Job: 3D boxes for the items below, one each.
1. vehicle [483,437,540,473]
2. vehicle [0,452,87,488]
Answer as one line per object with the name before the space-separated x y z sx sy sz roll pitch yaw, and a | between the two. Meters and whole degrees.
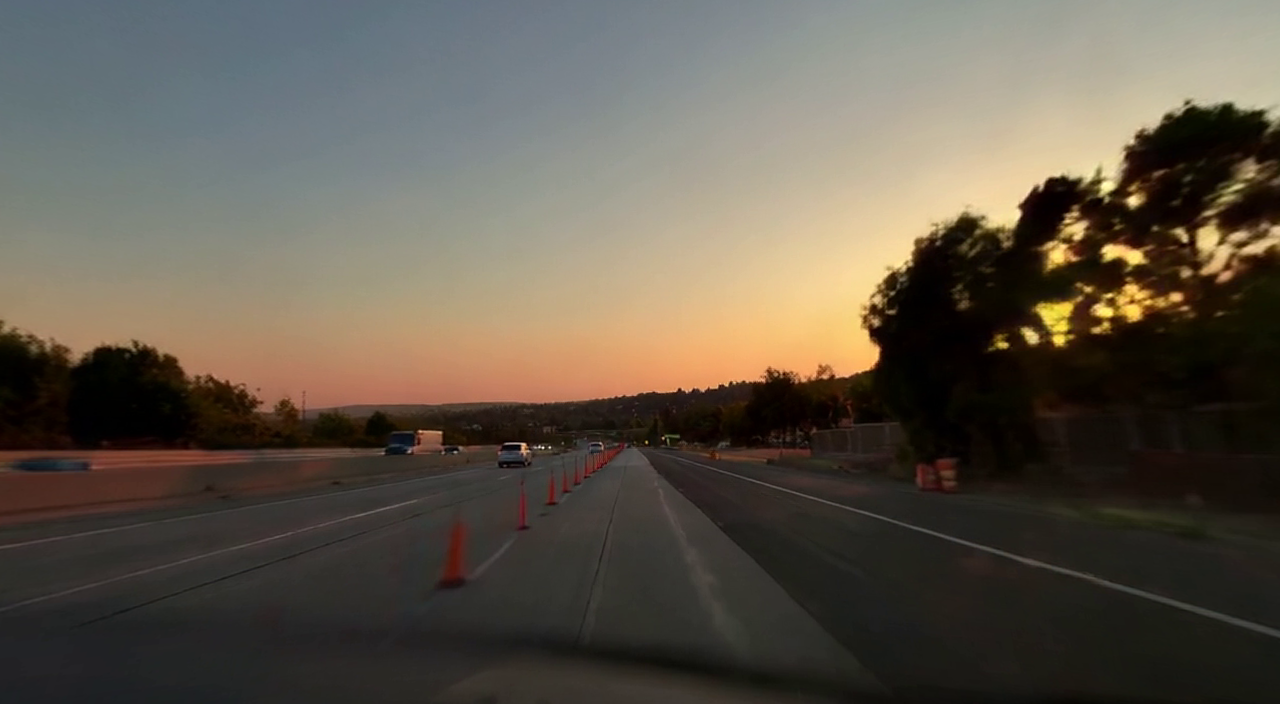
vehicle | -6.638 5.387 33.128 2.036 1.758 4.529 0 -9 0
vehicle | -27.457 5.181 27.977 1.753 1.443 4.600 0 -9 -1
